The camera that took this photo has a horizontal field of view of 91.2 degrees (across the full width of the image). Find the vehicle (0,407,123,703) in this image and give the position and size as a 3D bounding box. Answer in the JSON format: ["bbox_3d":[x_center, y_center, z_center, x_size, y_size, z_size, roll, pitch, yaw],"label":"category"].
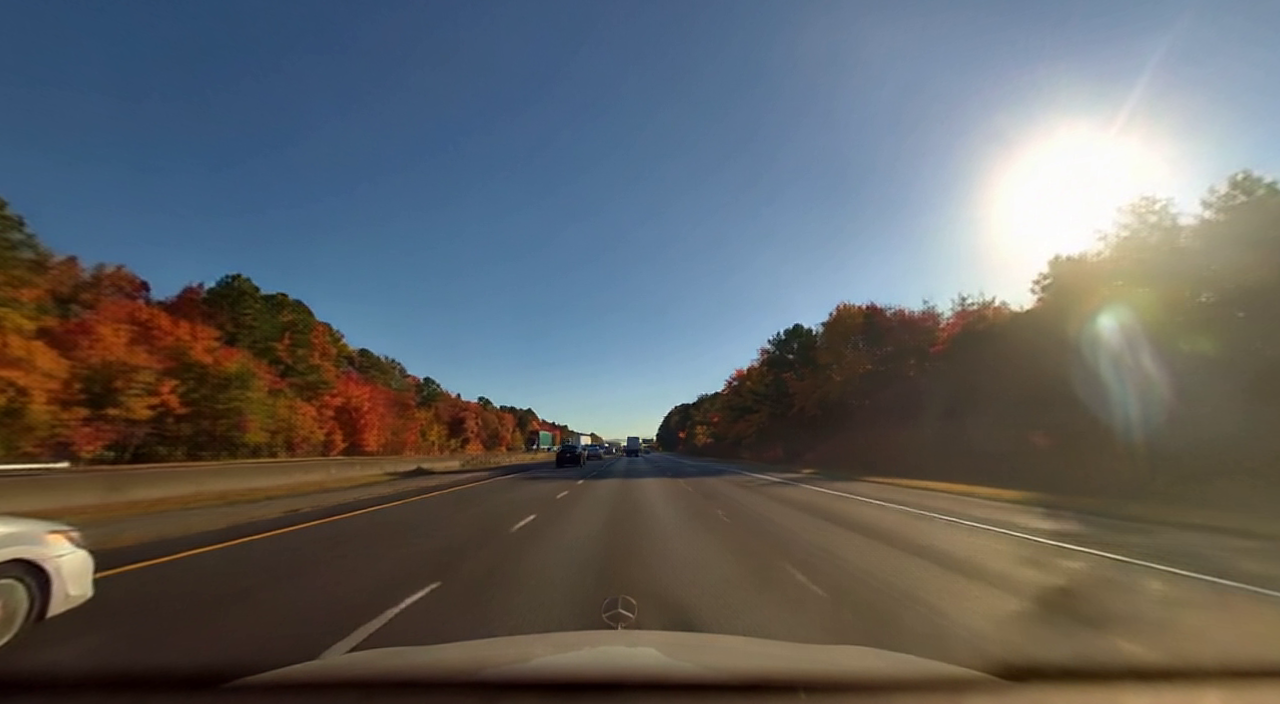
[{"bbox_3d":[-4.341,0.851,1.891,2.071,1.525,4.058,0,-9,0],"label":"vehicle"}]

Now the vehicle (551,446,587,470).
[{"bbox_3d":[-4.655,6.990,41.480,1.963,1.475,3.665,0,-9,-1],"label":"vehicle"}]
